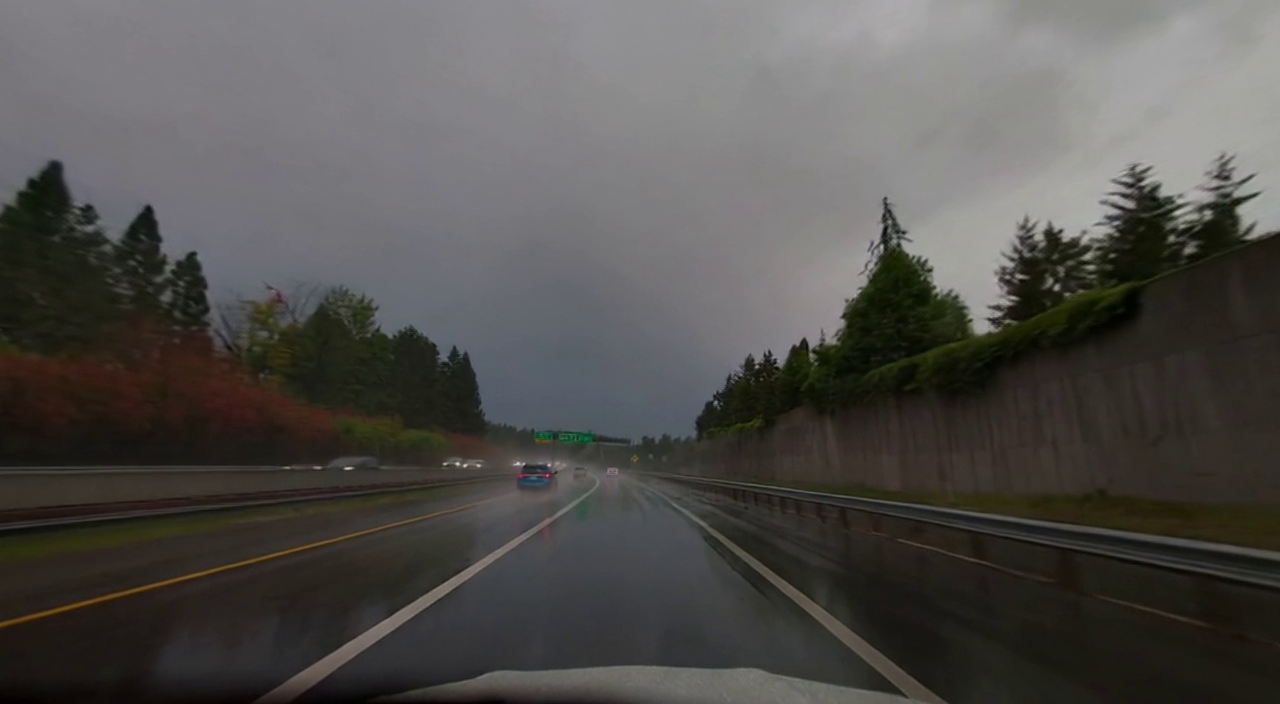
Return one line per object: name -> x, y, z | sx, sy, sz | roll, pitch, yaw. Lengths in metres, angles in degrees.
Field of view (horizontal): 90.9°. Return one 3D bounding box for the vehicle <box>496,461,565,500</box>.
vehicle -> -4.907, 5.864, 28.961 | 2.328, 1.559, 5.041 | 1, -11, -1
